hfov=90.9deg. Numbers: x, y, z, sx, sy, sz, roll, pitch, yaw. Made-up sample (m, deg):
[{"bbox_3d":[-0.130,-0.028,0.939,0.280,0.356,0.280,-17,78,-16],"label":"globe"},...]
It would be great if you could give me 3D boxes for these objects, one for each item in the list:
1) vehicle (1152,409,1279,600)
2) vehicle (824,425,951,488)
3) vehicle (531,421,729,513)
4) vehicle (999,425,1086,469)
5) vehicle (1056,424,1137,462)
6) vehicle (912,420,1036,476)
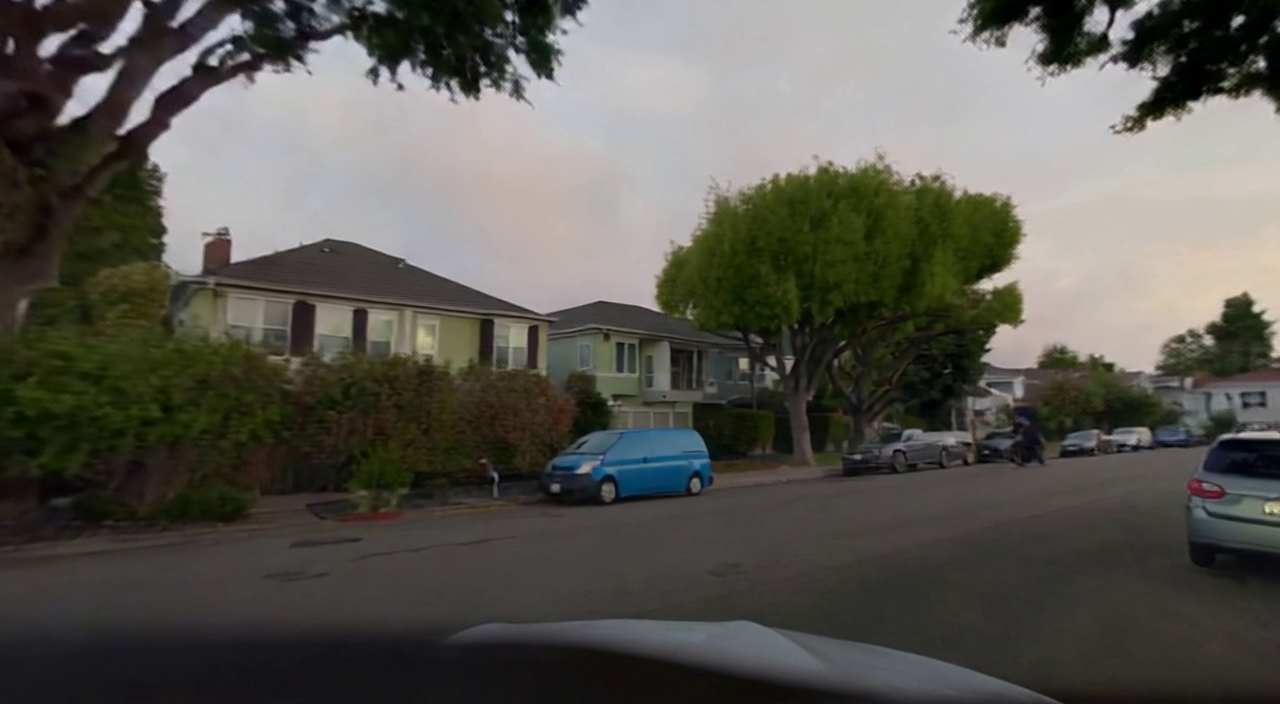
[{"bbox_3d":[6.861,1.371,6.249,4.226,1.507,2.008,7,-10,-42],"label":"vehicle"},{"bbox_3d":[7.210,2.922,18.211,3.785,1.488,1.828,4,-7,-42],"label":"vehicle"},{"bbox_3d":[-0.117,2.138,12.288,3.513,1.507,1.798,6,-9,-40],"label":"vehicle"},{"bbox_3d":[16.086,3.763,25.125,3.465,1.549,1.734,5,-13,-39],"label":"vehicle"},{"bbox_3d":[20.947,4.100,28.886,3.628,1.532,1.834,3,-7,-35],"label":"vehicle"},{"bbox_3d":[11.549,3.285,21.713,4.428,1.670,1.872,4,-12,-37],"label":"vehicle"}]
